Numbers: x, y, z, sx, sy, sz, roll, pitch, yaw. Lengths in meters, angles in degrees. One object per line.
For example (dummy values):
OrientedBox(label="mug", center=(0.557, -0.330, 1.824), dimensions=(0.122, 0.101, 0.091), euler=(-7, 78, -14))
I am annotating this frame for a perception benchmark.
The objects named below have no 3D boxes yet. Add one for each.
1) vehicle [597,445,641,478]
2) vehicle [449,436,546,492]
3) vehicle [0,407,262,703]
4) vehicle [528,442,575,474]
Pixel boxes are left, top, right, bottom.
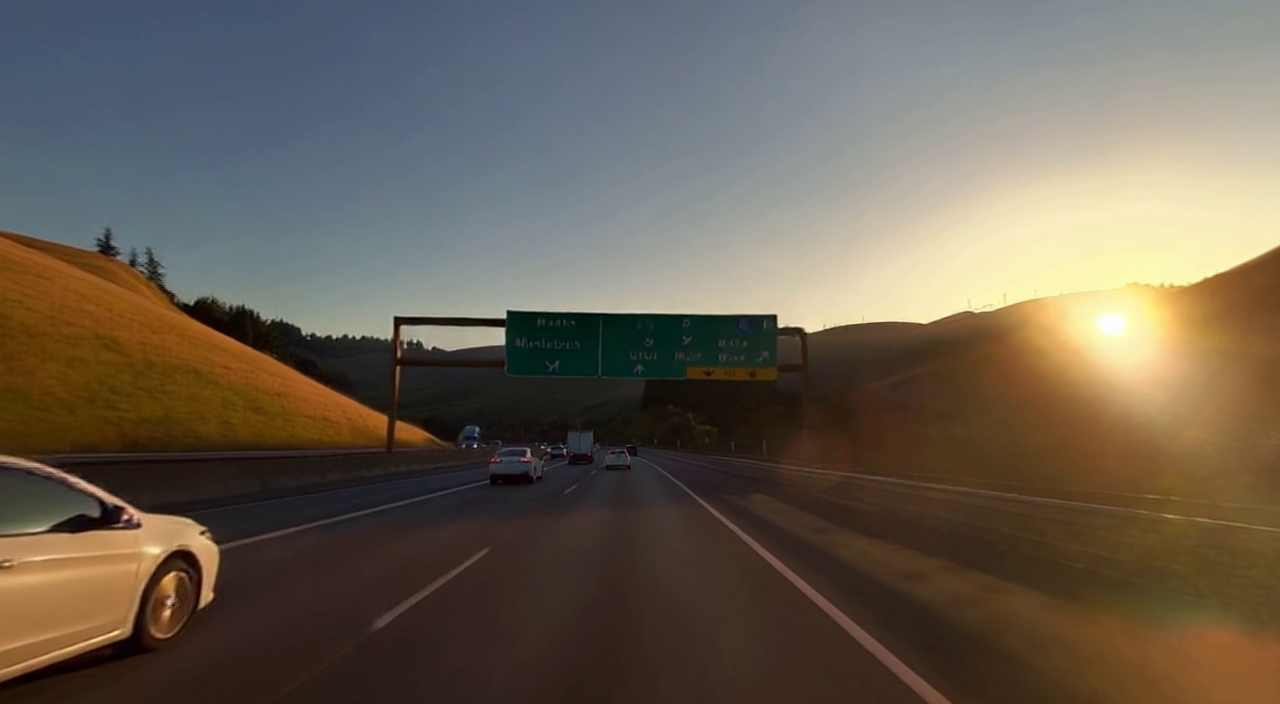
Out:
OrientedBox(label="vehicle", center=(-1.004, 5.236, 30.458), dimensions=(1.988, 1.440, 4.201), euler=(0, -9, -2))
OrientedBox(label="vehicle", center=(-4.477, 3.608, 20.581), dimensions=(2.208, 1.619, 4.162), euler=(0, -9, 0))
OrientedBox(label="vehicle", center=(-3.900, 1.006, 2.853), dimensions=(1.892, 1.492, 3.940), euler=(0, -9, 0))
OrientedBox(label="vehicle", center=(-4.822, 5.831, 34.884), dimensions=(2.118, 1.624, 4.032), euler=(0, -9, -1))
